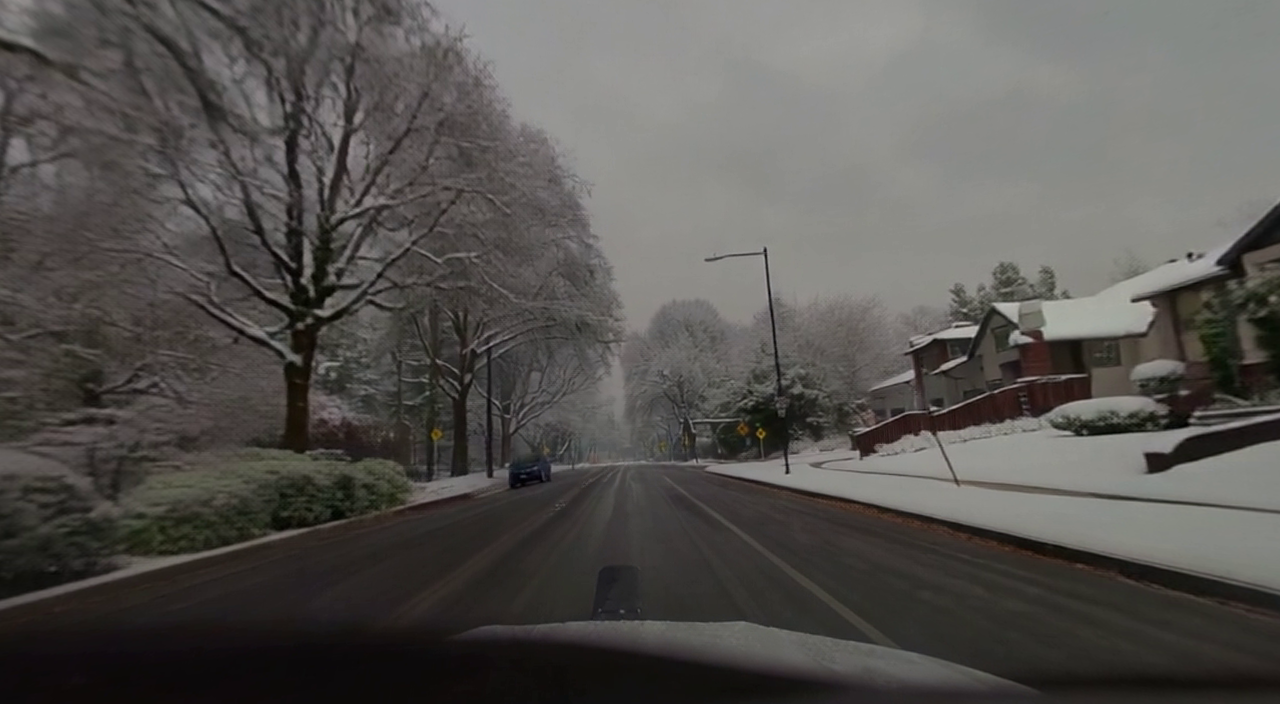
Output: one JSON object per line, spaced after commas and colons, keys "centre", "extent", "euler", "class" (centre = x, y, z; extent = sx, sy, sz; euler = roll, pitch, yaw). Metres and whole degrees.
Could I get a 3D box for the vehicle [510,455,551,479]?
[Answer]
{"centre": [-7.408, 7.835, 43.247], "extent": [2.006, 1.501, 4.789], "euler": [0, -9, 0], "class": "vehicle"}
